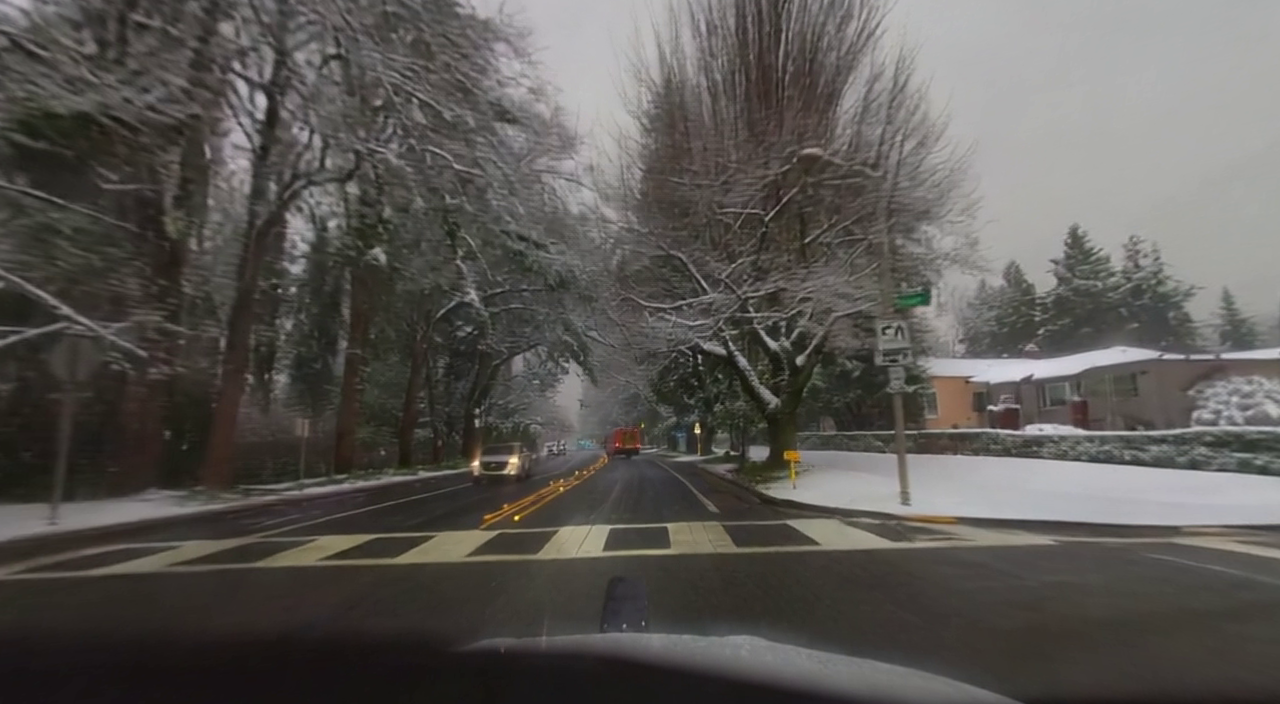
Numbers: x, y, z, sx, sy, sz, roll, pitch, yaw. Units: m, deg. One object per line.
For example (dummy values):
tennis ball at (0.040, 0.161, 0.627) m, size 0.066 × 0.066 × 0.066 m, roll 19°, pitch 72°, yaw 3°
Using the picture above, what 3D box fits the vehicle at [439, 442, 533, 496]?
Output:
vehicle at (-4.831, 3.714, 20.446) m, size 1.938 × 1.519 × 4.227 m, roll 0°, pitch -8°, yaw 1°
